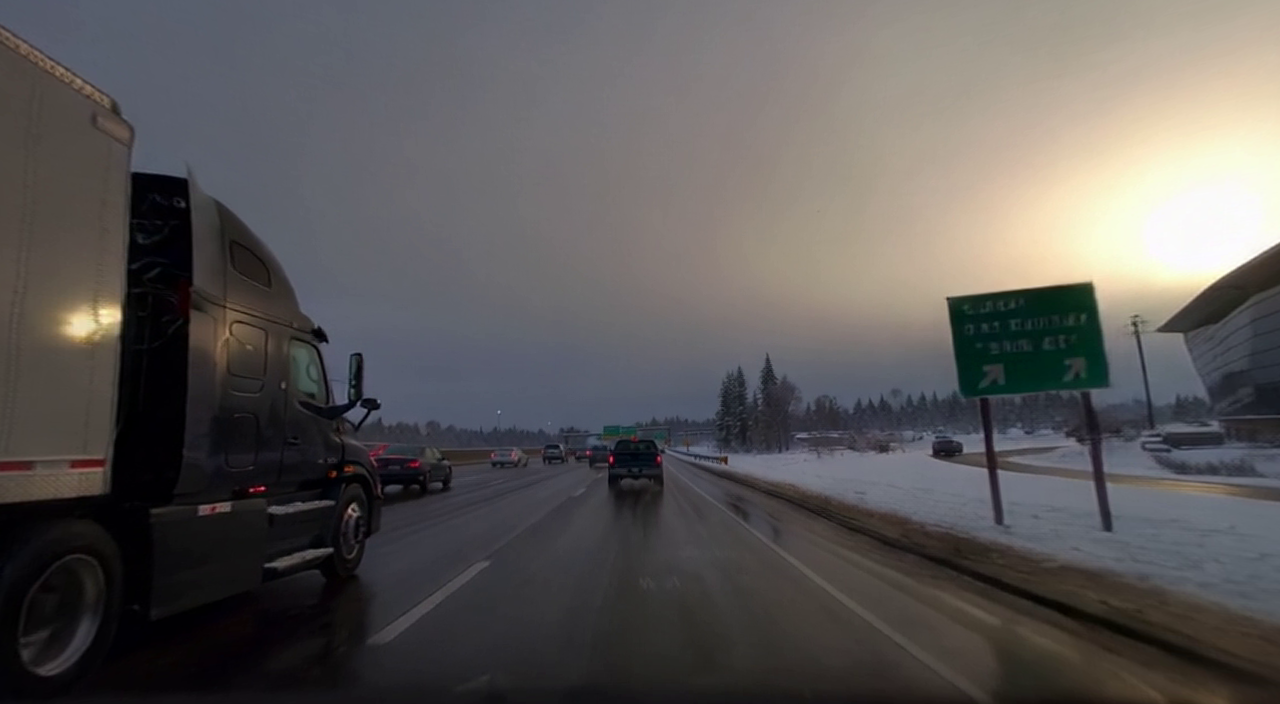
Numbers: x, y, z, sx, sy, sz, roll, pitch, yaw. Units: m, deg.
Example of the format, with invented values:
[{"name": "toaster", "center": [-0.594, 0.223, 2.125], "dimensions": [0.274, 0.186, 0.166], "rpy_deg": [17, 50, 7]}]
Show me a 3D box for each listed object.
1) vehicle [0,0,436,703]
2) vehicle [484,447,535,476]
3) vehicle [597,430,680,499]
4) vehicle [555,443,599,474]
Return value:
[{"name": "vehicle", "center": [-3.828, -0.430, 2.326], "dimensions": [2.990, 3.885, 8.540], "rpy_deg": [0, -9, 2]}, {"name": "vehicle", "center": [-7.124, 6.019, 34.861], "dimensions": [1.869, 1.466, 4.217], "rpy_deg": [0, -9, 1]}, {"name": "vehicle", "center": [-0.014, 3.227, 18.376], "dimensions": [2.152, 1.779, 3.924], "rpy_deg": [0, -9, 1]}, {"name": "vehicle", "center": [-3.482, 5.976, 35.544], "dimensions": [1.952, 1.649, 4.131], "rpy_deg": [0, -9, 1]}]
